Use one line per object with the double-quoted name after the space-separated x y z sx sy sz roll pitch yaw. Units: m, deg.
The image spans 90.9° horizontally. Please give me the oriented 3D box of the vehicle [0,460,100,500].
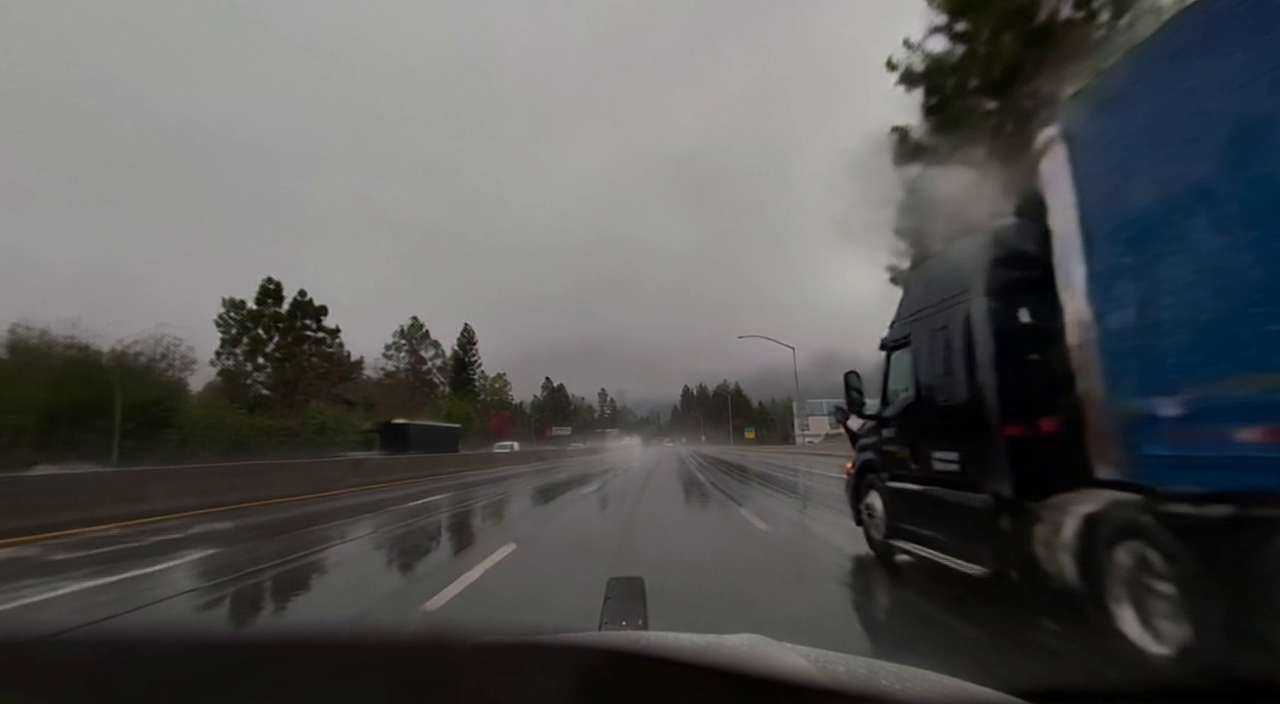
-25.457 5.288 26.356 1.777 1.428 4.404 0 -8 2 "vehicle"
